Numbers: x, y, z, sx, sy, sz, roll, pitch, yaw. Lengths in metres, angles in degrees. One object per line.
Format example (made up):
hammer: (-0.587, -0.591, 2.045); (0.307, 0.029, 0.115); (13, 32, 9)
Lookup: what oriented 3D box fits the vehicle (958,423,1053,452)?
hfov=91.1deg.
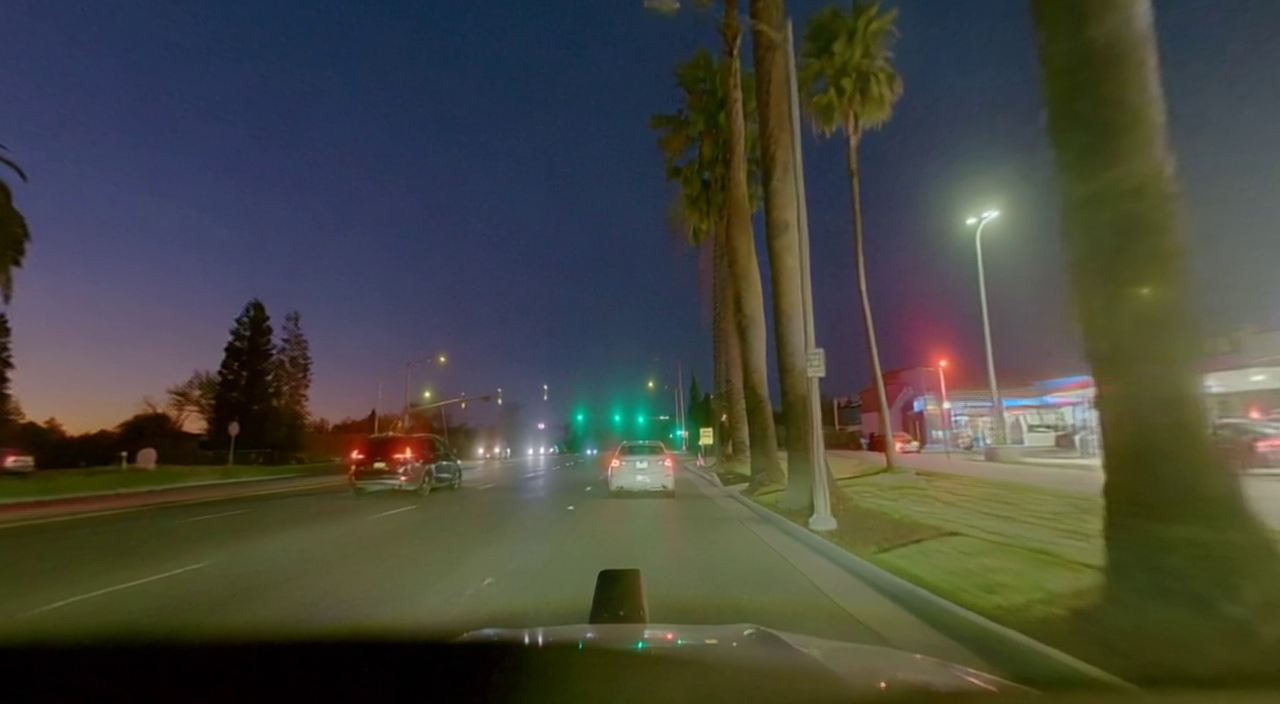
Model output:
vehicle: (26.500, 6.194, 45.627); (5.769, 1.925, 2.364); (1, -7, -13)

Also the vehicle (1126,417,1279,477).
vehicle: (16.691, 2.726, 18.113); (1.902, 1.502, 4.395); (0, -8, 3)

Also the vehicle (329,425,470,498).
vehicle: (-6.330, 2.939, 17.207); (2.057, 1.705, 4.394); (0, -8, 1)

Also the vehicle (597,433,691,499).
vehicle: (0.091, 2.937, 16.573); (2.145, 1.483, 4.453); (0, -8, 0)
